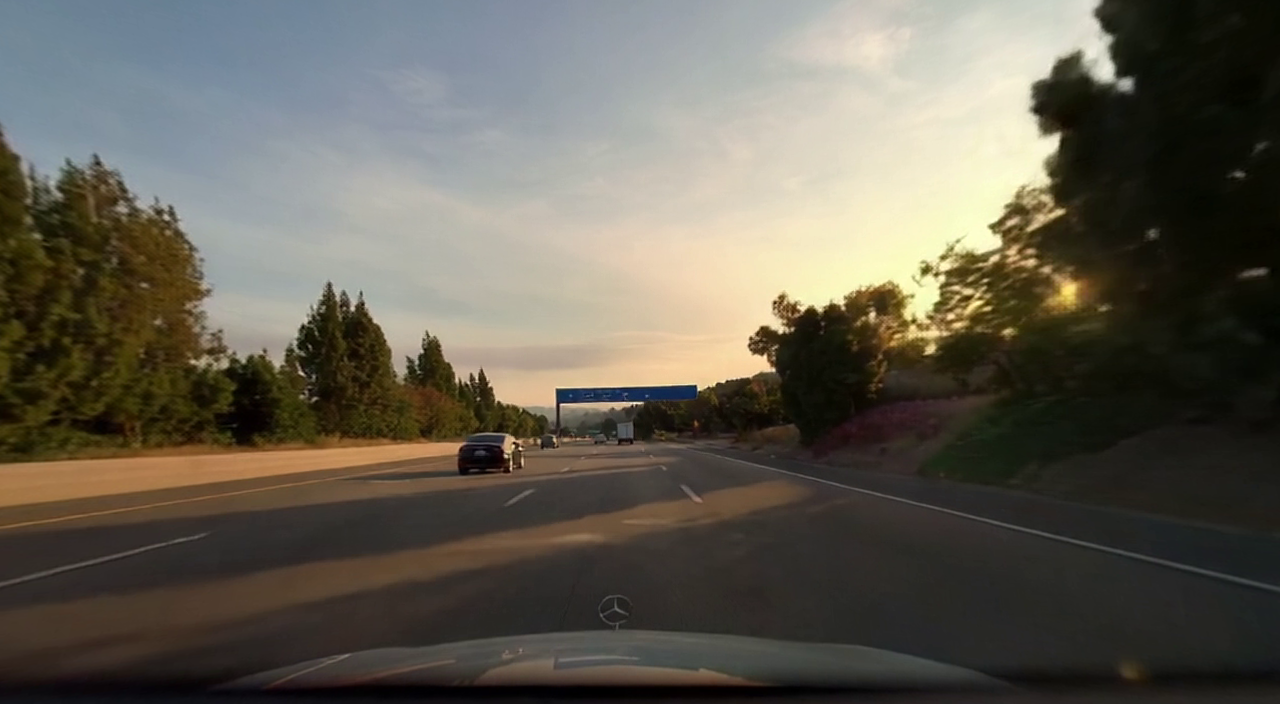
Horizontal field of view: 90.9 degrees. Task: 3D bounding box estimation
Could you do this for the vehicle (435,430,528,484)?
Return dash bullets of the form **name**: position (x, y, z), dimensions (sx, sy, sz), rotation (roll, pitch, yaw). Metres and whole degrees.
- **vehicle**: position (-4.739, 3.163, 19.385), dimensions (1.912, 1.495, 3.703), rotation (0, -7, -1)
